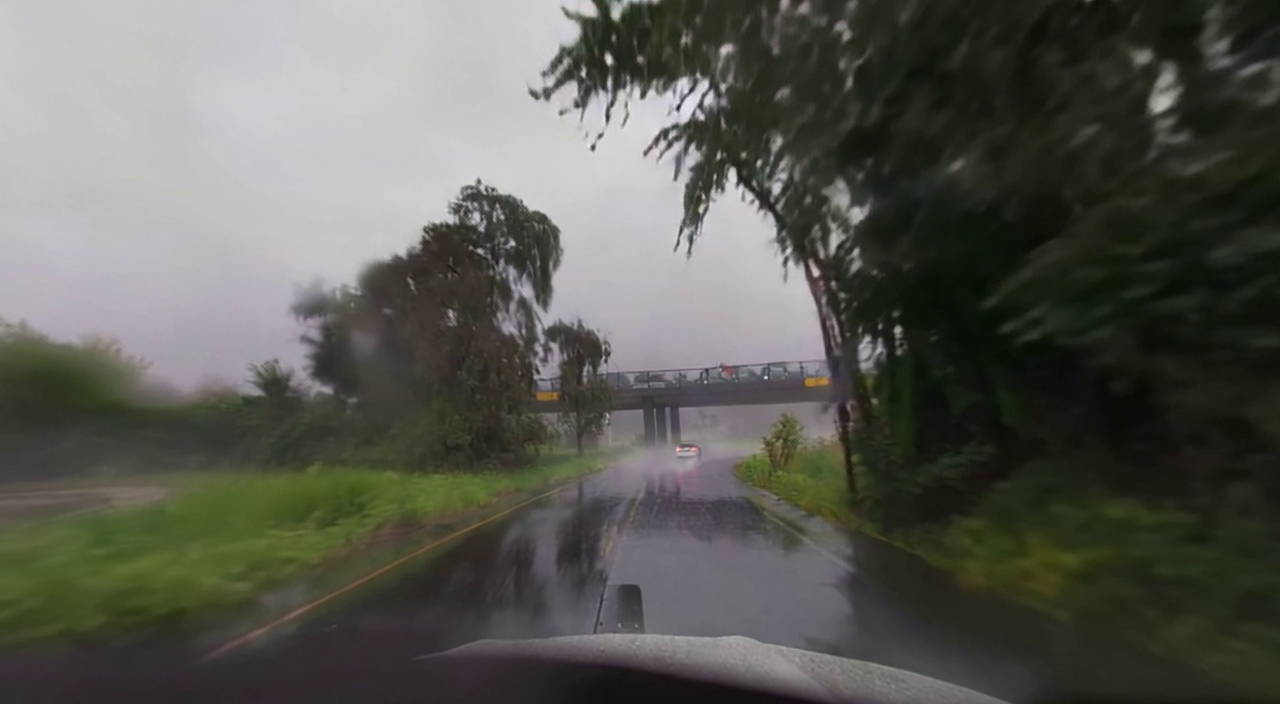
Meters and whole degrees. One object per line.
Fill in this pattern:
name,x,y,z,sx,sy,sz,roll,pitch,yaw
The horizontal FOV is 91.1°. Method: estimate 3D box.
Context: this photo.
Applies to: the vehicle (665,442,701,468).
vehicle,2.605,6.056,37.082,1.980,1.449,3.650,-1,-9,5
